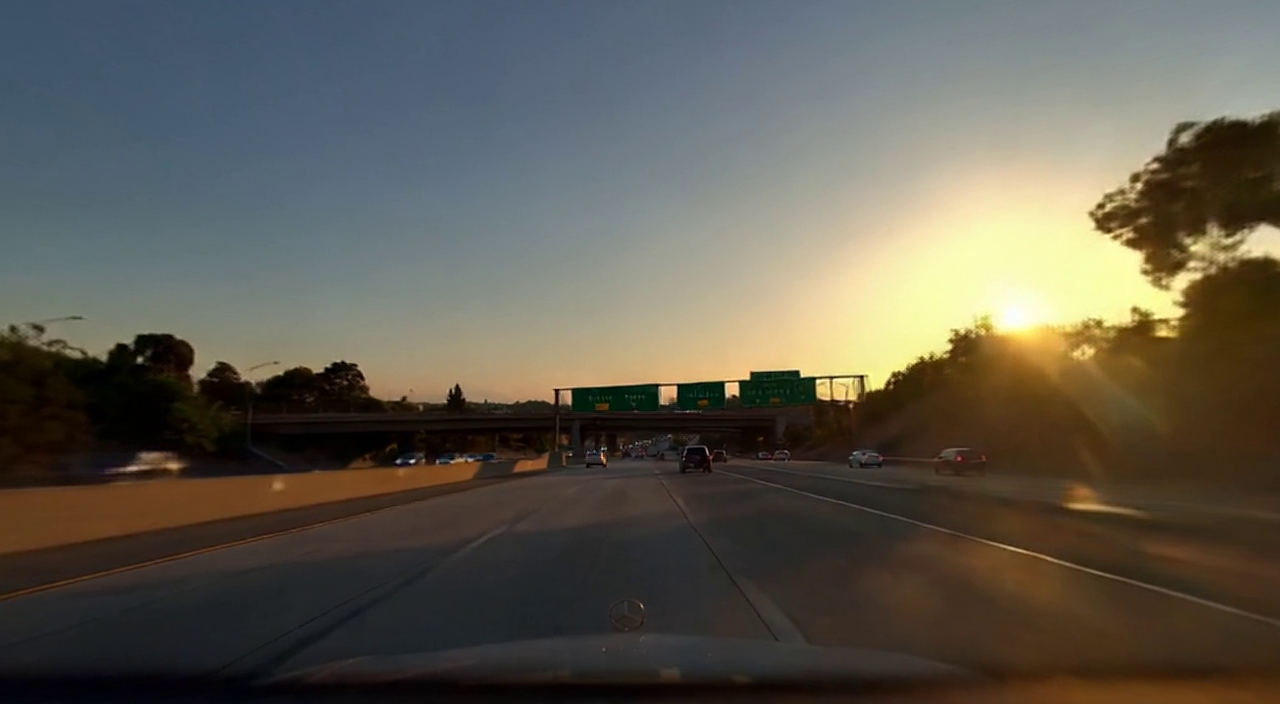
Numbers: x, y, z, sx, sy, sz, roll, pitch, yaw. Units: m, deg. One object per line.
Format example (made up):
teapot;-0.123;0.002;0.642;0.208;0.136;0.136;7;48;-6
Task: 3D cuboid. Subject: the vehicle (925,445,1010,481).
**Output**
vehicle;17.264;5.854;33.524;2.116;1.754;4.727;0;-9;2

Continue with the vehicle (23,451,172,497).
vehicle;-22.974;5.146;27.009;2.057;1.759;4.861;0;-9;0

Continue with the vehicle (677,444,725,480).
vehicle;3.255;6.009;34.632;2.147;1.794;4.538;0;-9;0
